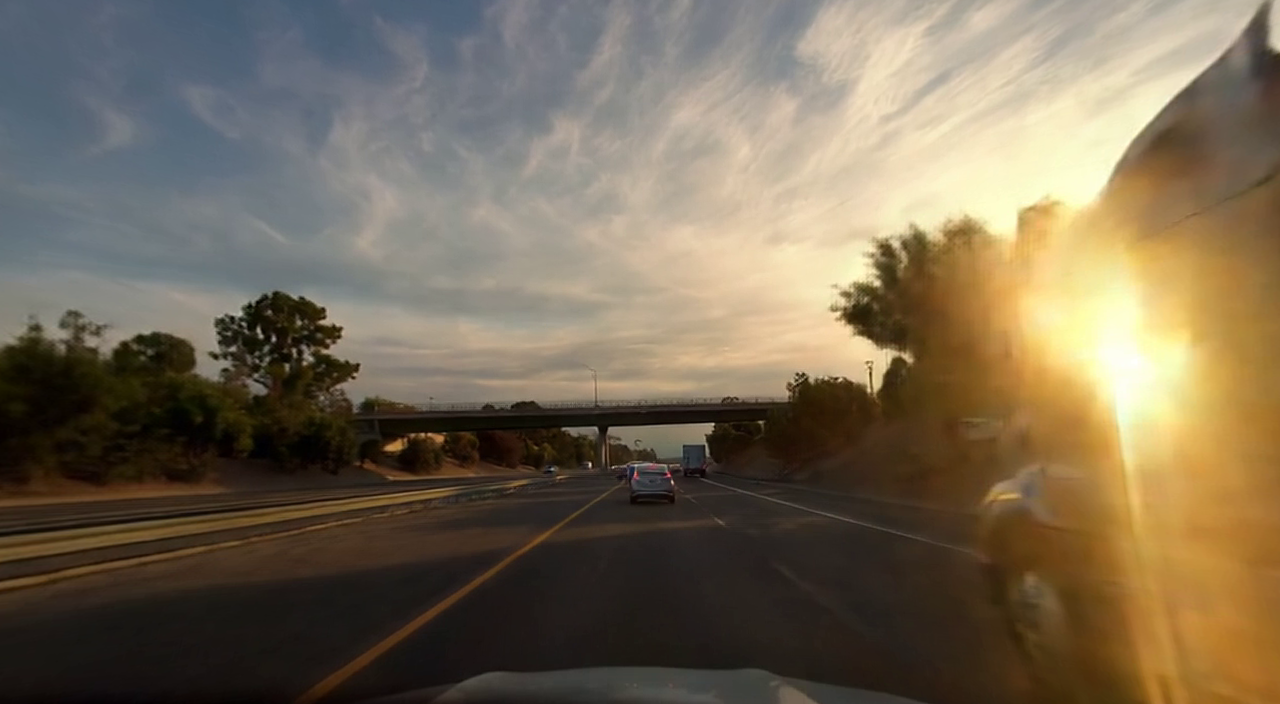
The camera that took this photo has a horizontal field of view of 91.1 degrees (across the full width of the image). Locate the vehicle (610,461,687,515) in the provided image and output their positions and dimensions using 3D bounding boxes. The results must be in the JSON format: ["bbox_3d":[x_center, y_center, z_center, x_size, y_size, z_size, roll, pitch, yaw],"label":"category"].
[{"bbox_3d":[0.243,4.152,19.421,2.156,1.444,3.762,1,-10,0],"label":"vehicle"}]
